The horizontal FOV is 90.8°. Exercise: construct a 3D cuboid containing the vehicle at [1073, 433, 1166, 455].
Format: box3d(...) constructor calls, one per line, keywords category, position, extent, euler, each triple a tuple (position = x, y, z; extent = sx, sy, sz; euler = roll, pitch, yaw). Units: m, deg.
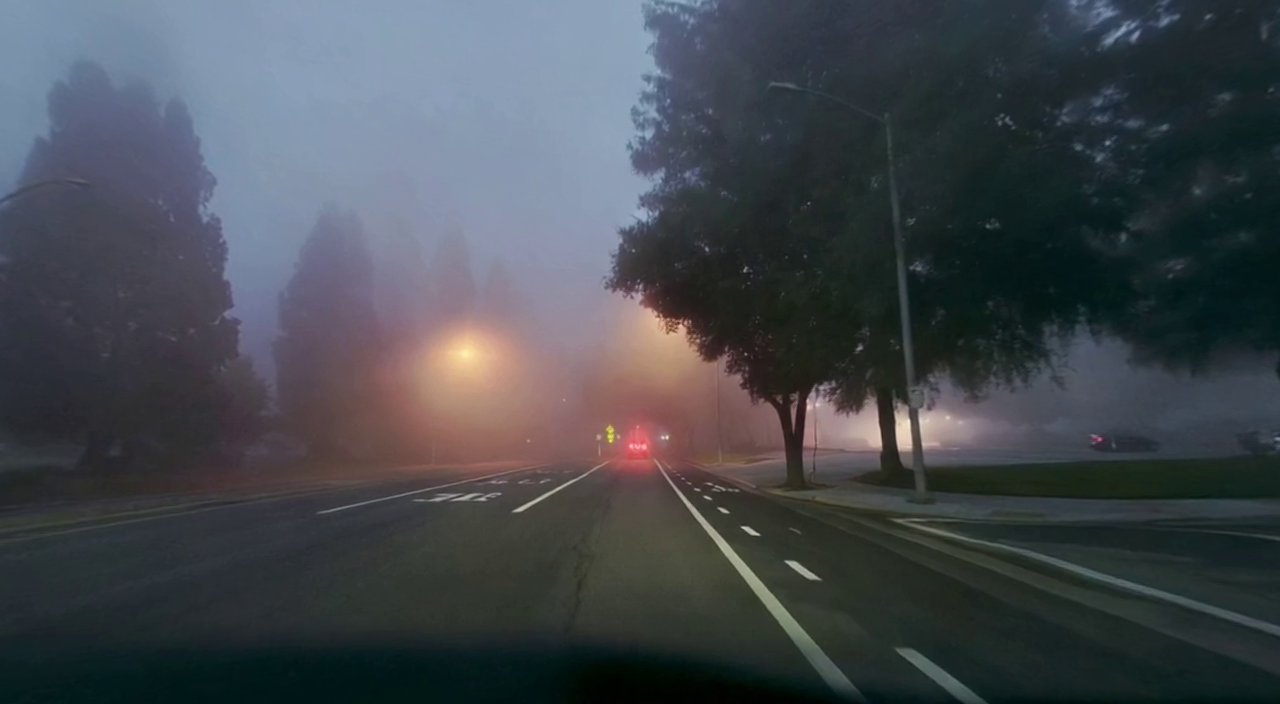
box3d(category="vehicle", position=(33.367, 6.412, 44.052), extent=(4.864, 1.474, 1.871), euler=(0, -8, 2))
